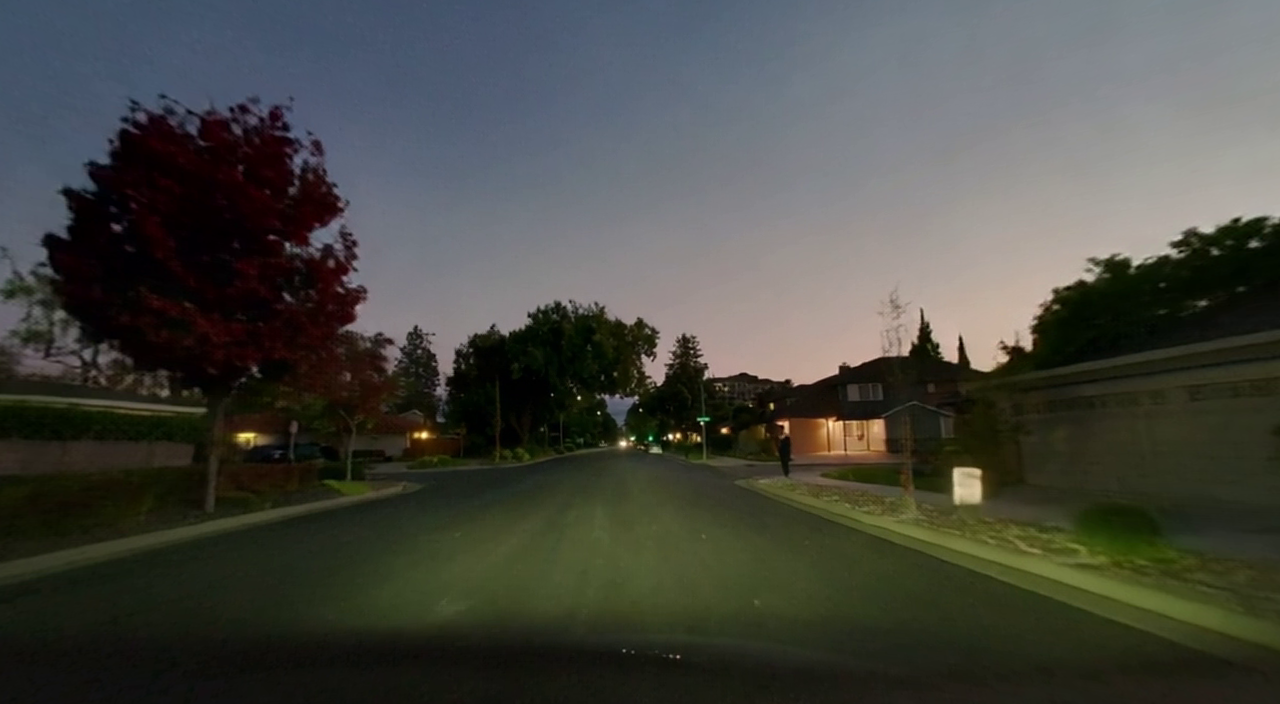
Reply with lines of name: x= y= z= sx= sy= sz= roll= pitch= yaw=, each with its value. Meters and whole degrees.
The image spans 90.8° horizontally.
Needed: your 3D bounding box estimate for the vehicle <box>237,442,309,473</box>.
vehicle: x=-25.429 y=7.346 z=43.967 sx=2.004 sy=1.856 sz=4.934 roll=-4 pitch=-9 yaw=1
